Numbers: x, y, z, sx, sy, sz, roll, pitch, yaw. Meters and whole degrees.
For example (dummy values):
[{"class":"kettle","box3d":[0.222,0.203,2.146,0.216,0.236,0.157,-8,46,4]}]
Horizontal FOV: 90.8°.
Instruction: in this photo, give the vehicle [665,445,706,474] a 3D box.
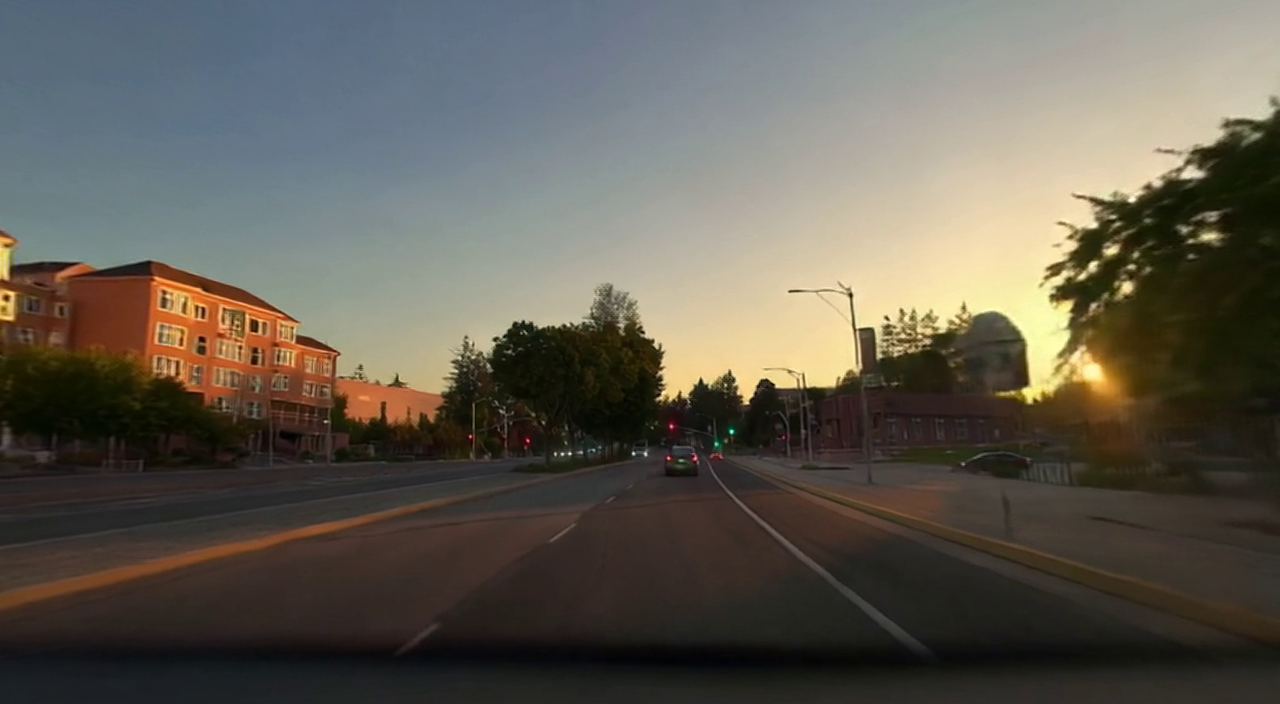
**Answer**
[{"class":"vehicle","box3d":[2.467,5.894,34.763,2.133,1.481,4.276,-1,-9,3]}]
